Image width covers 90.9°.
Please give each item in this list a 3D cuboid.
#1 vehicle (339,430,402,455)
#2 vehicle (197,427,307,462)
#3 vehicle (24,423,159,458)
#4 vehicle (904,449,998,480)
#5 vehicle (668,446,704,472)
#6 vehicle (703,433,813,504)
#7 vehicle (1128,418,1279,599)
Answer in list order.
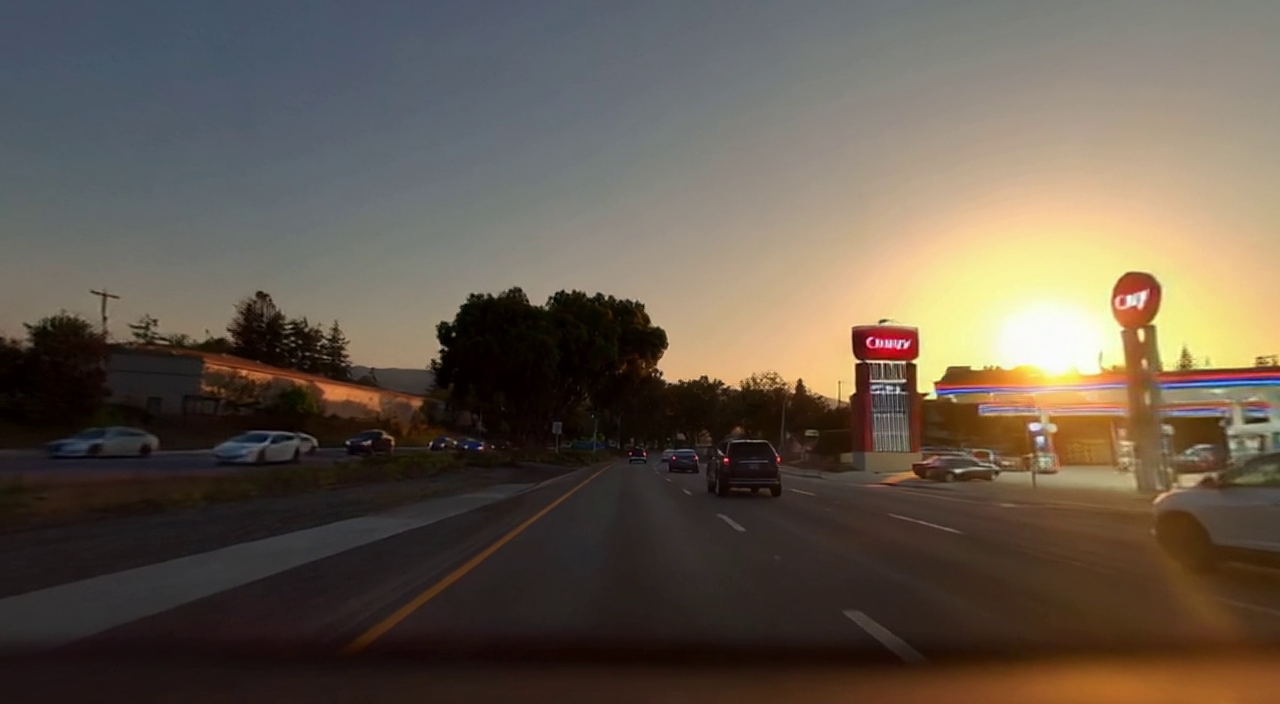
[{"bbox_3d":[-19.844,6.706,46.659,2.037,1.761,5.401,0,-8,3],"label":"vehicle"},{"bbox_3d":[-17.416,4.201,28.596,1.920,1.473,4.524,0,-8,3],"label":"vehicle"},{"bbox_3d":[-24.293,3.957,28.173,1.953,1.427,4.369,0,-8,2],"label":"vehicle"},{"bbox_3d":[18.330,6.611,37.244,4.587,1.710,1.969,1,-9,-7],"label":"vehicle"},{"bbox_3d":[2.941,6.932,41.149,2.012,1.612,4.114,0,-8,-1],"label":"vehicle"},{"bbox_3d":[3.203,3.290,18.291,2.184,1.777,4.712,0,-8,-1],"label":"vehicle"},{"bbox_3d":[6.659,1.347,5.240,1.881,1.604,4.289,0,-8,3],"label":"vehicle"}]
